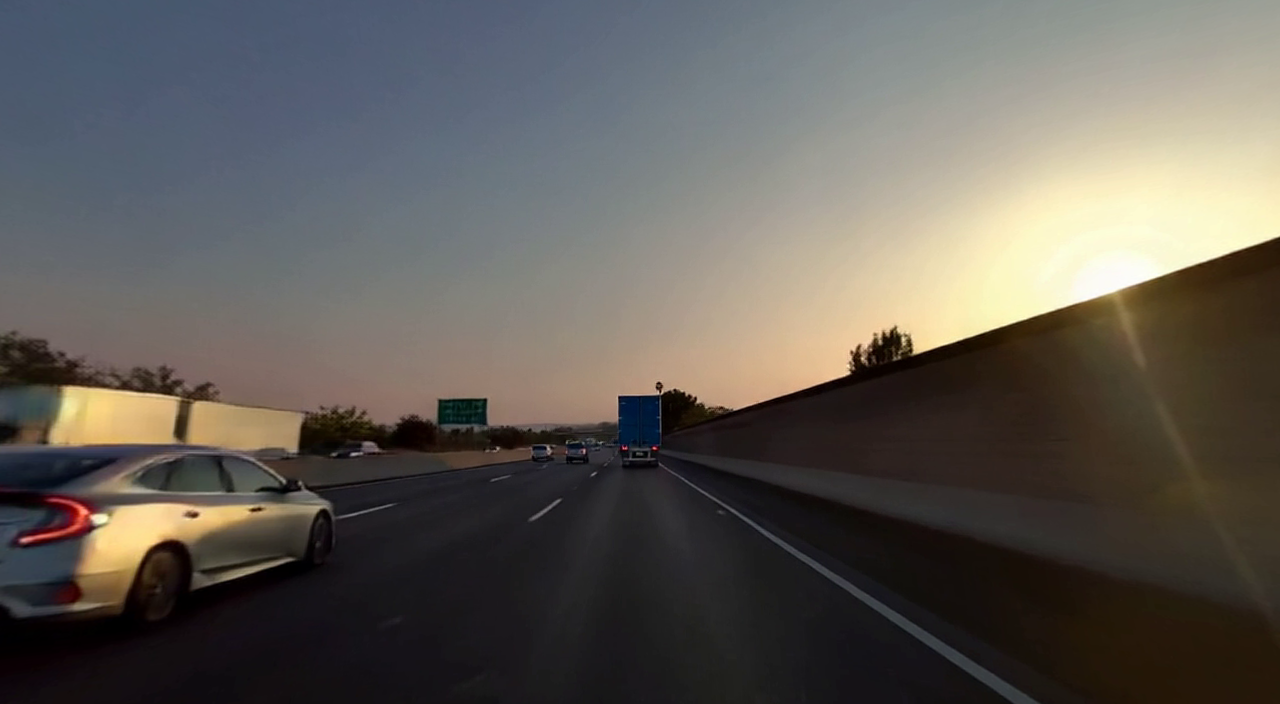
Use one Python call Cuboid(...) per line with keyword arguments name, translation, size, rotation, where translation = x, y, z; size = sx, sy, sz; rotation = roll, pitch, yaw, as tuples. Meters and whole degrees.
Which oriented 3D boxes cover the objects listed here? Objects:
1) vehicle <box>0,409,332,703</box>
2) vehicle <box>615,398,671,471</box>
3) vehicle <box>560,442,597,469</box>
Cuboid(name="vehicle", translation=(-4.226, 1.284, 4.672), size=(1.895, 1.500, 3.808), rotation=(0, -9, 0))
Cuboid(name="vehicle", translation=(0.116, 5.513, 40.916), size=(3.123, 4.094, 10.812), rotation=(0, -9, 0))
Cuboid(name="vehicle", translation=(-3.889, 6.606, 40.094), size=(2.006, 1.572, 4.082), rotation=(0, -9, -1))
